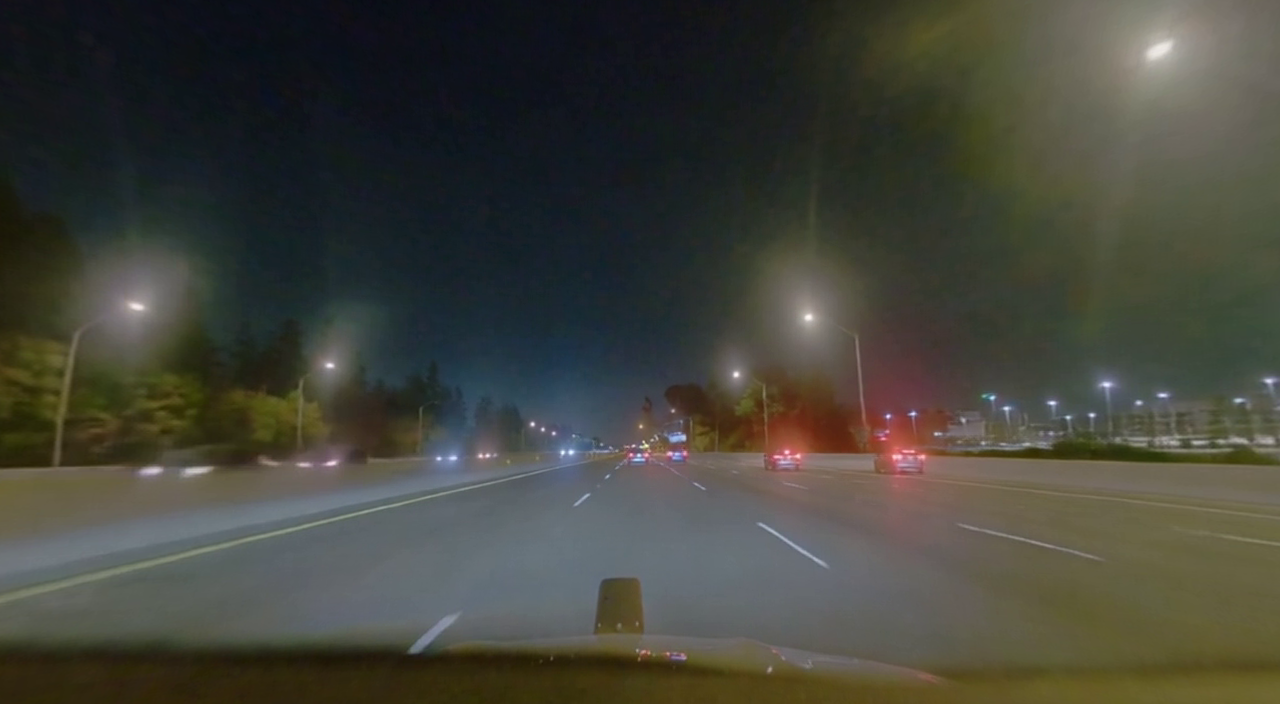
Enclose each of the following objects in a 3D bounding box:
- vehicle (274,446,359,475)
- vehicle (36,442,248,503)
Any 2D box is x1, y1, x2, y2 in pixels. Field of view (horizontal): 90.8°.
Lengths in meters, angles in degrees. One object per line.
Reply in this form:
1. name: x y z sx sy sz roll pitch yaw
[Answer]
1. vehicle: -16.567 5.558 32.621 1.792 1.313 4.691 0 -8 2
2. vehicle: -14.160 3.410 18.510 1.990 1.479 5.124 0 -8 1
